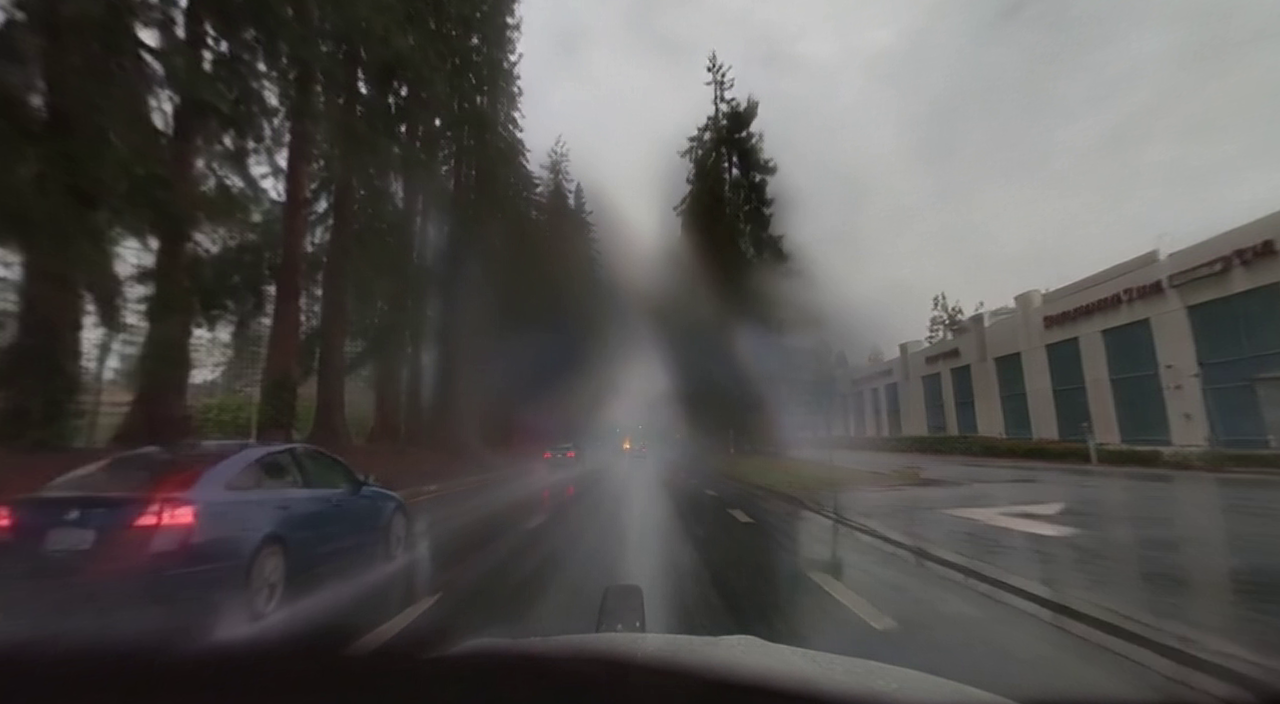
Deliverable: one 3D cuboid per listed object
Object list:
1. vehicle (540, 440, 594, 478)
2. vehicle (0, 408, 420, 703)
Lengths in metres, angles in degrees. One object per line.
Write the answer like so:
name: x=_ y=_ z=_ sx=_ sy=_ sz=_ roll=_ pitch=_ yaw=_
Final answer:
vehicle: x=-3.317 y=4.928 z=29.327 sx=1.942 sy=1.588 sz=4.172 roll=0 pitch=-9 yaw=1
vehicle: x=-3.464 y=1.320 z=4.999 sx=1.862 sy=1.478 sz=4.369 roll=0 pitch=-9 yaw=0
